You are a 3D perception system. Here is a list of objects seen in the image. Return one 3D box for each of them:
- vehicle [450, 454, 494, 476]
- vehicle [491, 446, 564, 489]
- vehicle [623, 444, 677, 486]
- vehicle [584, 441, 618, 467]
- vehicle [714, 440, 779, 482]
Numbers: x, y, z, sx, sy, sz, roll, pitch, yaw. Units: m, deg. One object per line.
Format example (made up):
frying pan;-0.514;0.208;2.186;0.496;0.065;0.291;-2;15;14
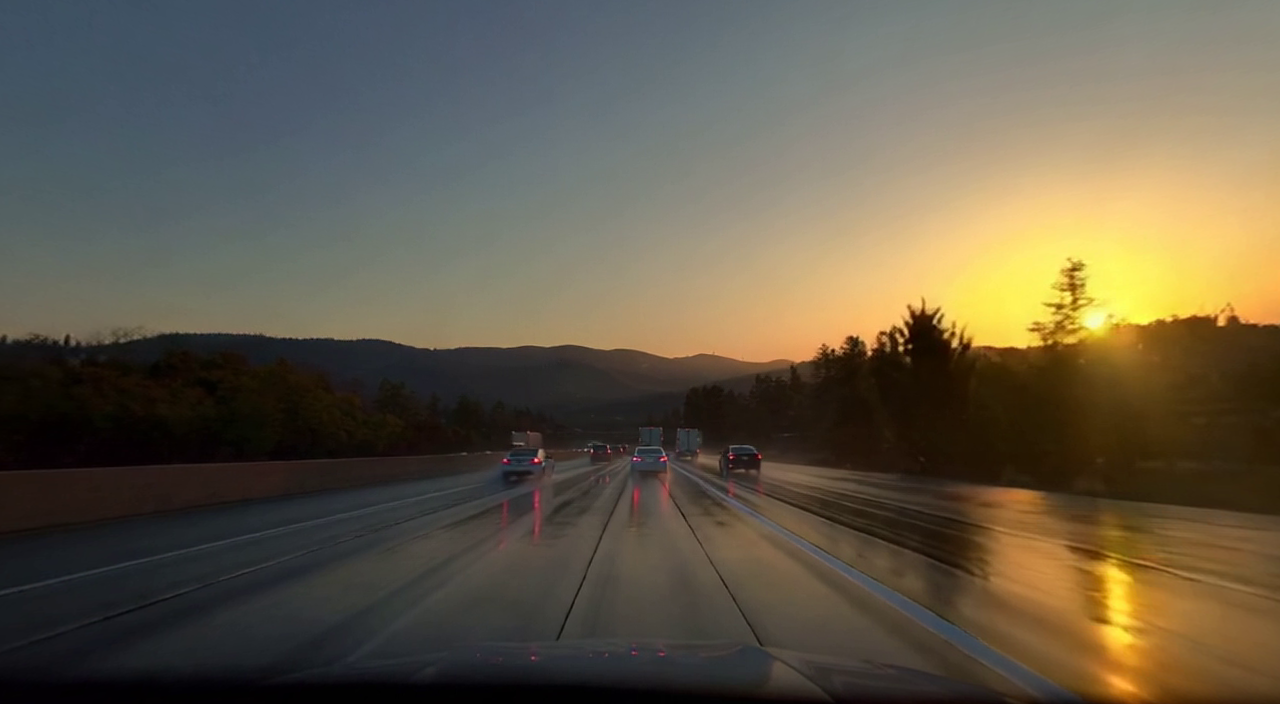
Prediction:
vehicle;-12.452;8.360;46.725;1.923;1.488;4.501;0;-9;1
vehicle;-4.223;4.420;24.275;1.967;1.473;4.439;0;-9;1
vehicle;0.367;4.543;25.456;2.015;1.526;4.286;0;-9;0
vehicle;-2.996;8.018;49.330;2.230;1.973;4.403;-1;-9;2
vehicle;4.477;4.666;27.016;2.018;1.639;4.149;0;-9;-1
